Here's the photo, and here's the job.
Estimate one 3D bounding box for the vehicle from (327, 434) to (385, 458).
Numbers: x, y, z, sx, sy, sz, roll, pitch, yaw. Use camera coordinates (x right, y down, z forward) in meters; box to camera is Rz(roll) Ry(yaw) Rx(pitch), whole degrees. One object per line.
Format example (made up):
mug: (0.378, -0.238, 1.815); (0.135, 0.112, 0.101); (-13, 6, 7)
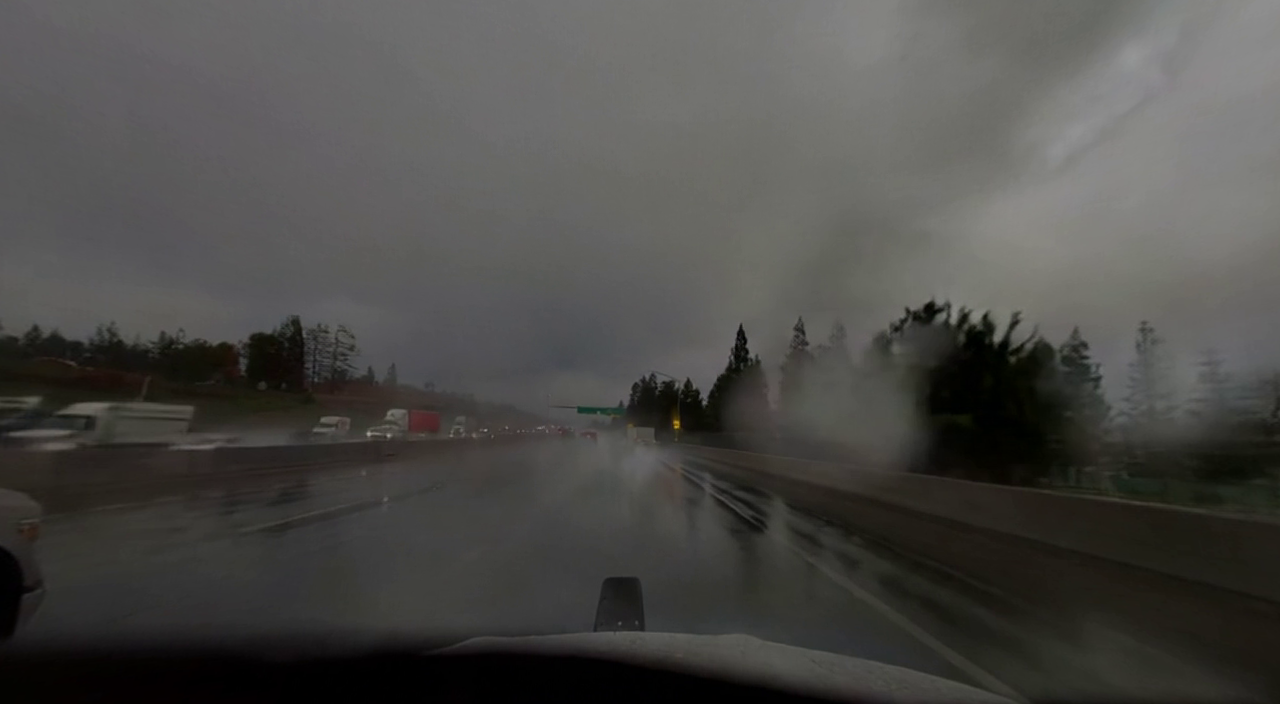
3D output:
vehicle: (-19.628, 6.509, 43.805); (1.995, 1.584, 4.624); (0, -8, -1)

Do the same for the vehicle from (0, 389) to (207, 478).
vehicle: (-18.155, 2.760, 21.263); (2.415, 2.528, 6.726); (0, -8, -1)

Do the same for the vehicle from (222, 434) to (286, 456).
vehicle: (-26.644, 6.408, 43.731); (1.799, 1.417, 4.395); (0, -8, -3)
